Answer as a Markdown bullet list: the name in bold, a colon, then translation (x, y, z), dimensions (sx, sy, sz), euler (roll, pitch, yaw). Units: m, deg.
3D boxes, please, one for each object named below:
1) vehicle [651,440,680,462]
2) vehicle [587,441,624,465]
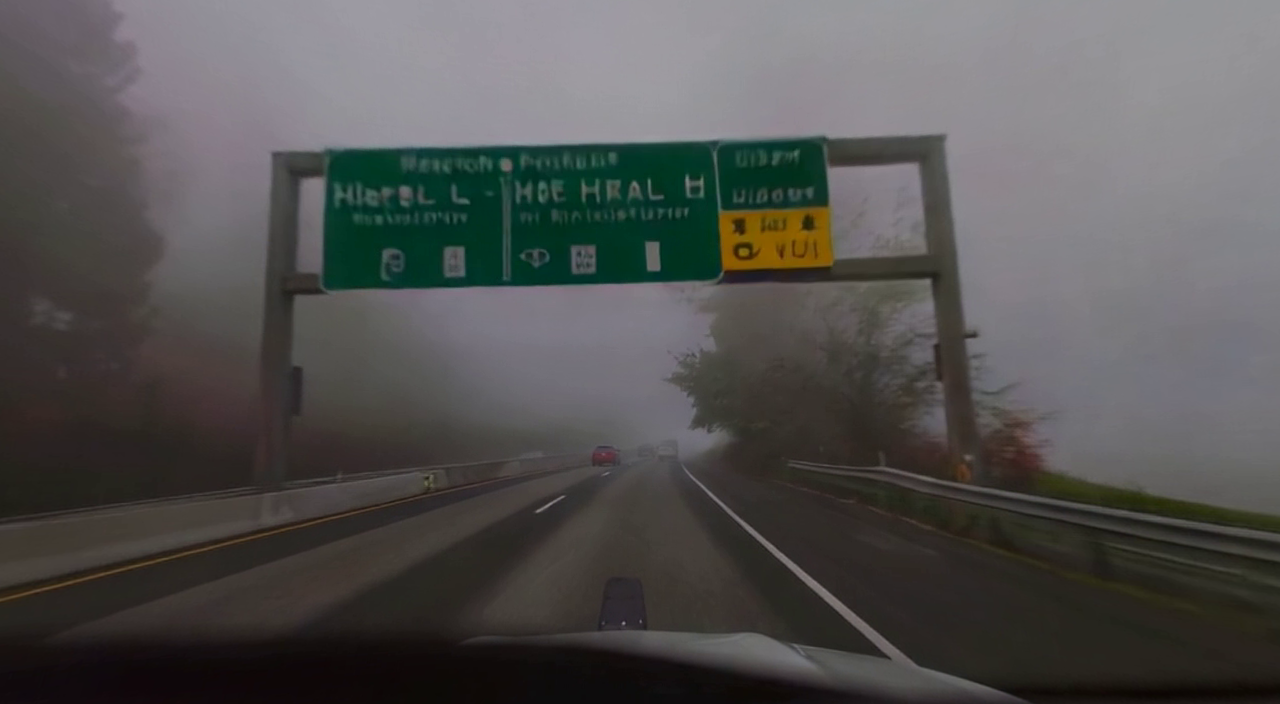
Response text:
- **vehicle**: translation (1.987, 7.479, 47.729), dimensions (2.077, 1.533, 3.854), euler (-1, -8, 3)
- **vehicle**: translation (-2.202, 6.600, 41.360), dimensions (1.985, 1.518, 3.847), euler (-1, -8, 4)
